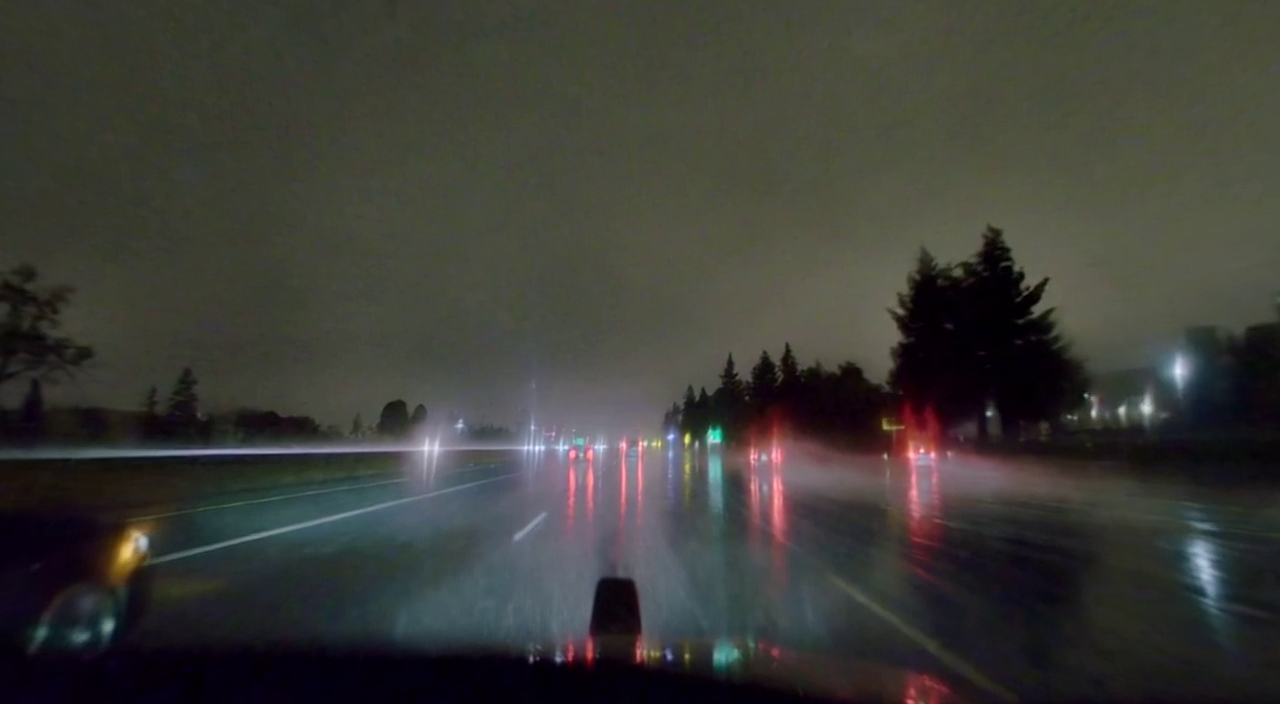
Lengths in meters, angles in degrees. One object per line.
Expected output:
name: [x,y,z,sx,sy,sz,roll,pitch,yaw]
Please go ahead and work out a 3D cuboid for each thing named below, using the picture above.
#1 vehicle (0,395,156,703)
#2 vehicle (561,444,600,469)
vehicle: [-3.948,0.731,1.225,2.187,1.527,4.849,0,-8,0]
vehicle: [-3.925,7.000,42.471,2.140,1.574,4.946,0,-8,0]
